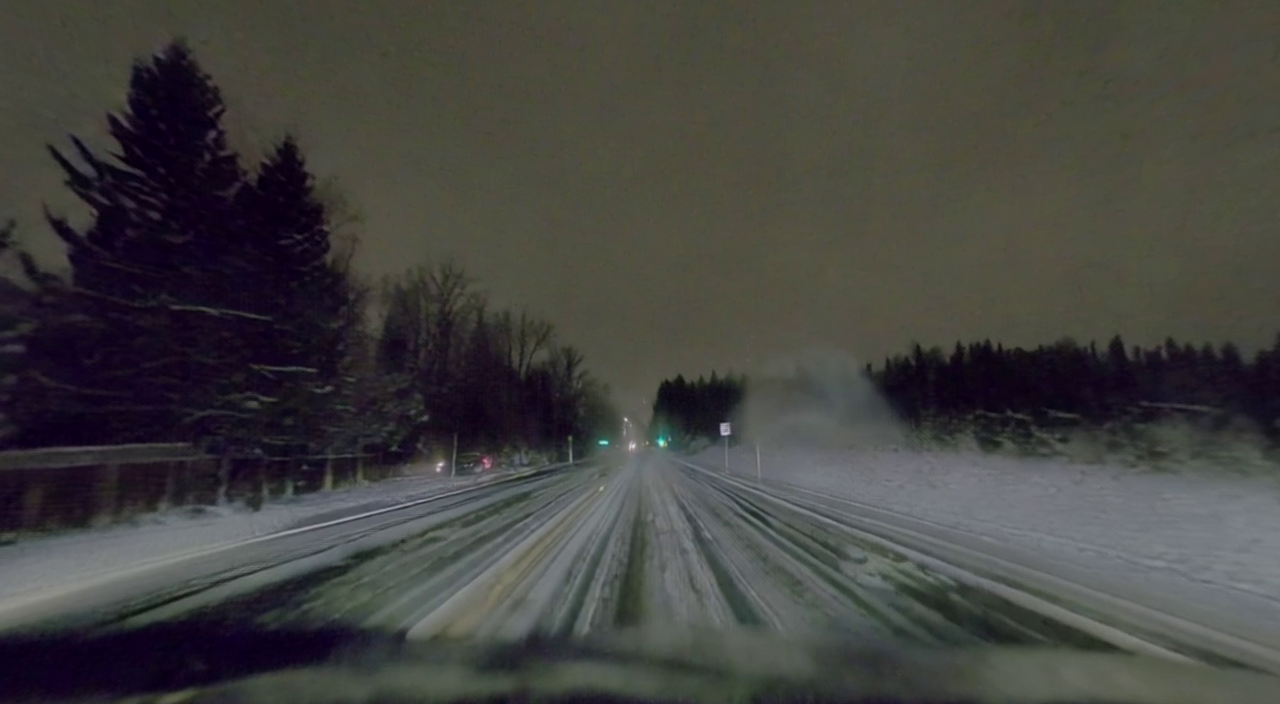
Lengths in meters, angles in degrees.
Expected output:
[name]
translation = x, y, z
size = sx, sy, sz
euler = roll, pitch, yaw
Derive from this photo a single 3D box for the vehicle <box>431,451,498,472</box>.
[vehicle]
translation = -12.464, 7.803, 44.999
size = 4.266, 1.425, 1.759
euler = 0, -8, -2
